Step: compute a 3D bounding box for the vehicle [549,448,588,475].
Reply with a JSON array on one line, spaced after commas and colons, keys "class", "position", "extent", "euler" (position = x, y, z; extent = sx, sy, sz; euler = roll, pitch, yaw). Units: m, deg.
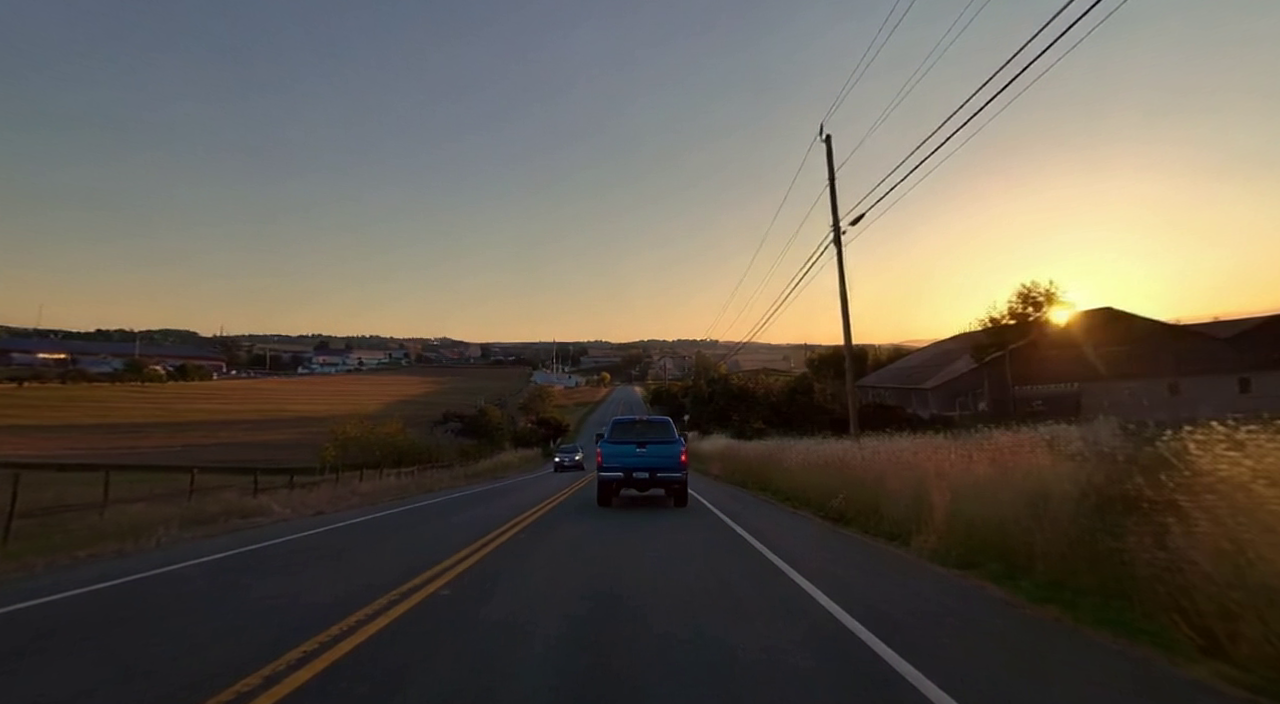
[{"class": "vehicle", "position": [-4.277, 6.614, 38.364], "extent": [1.853, 1.473, 4.256], "euler": [0, -8, 0]}]

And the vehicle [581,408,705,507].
[{"class": "vehicle", "position": [-0.016, 3.020, 18.559], "extent": [2.912, 2.320, 7.292], "euler": [0, -8, -1]}]
